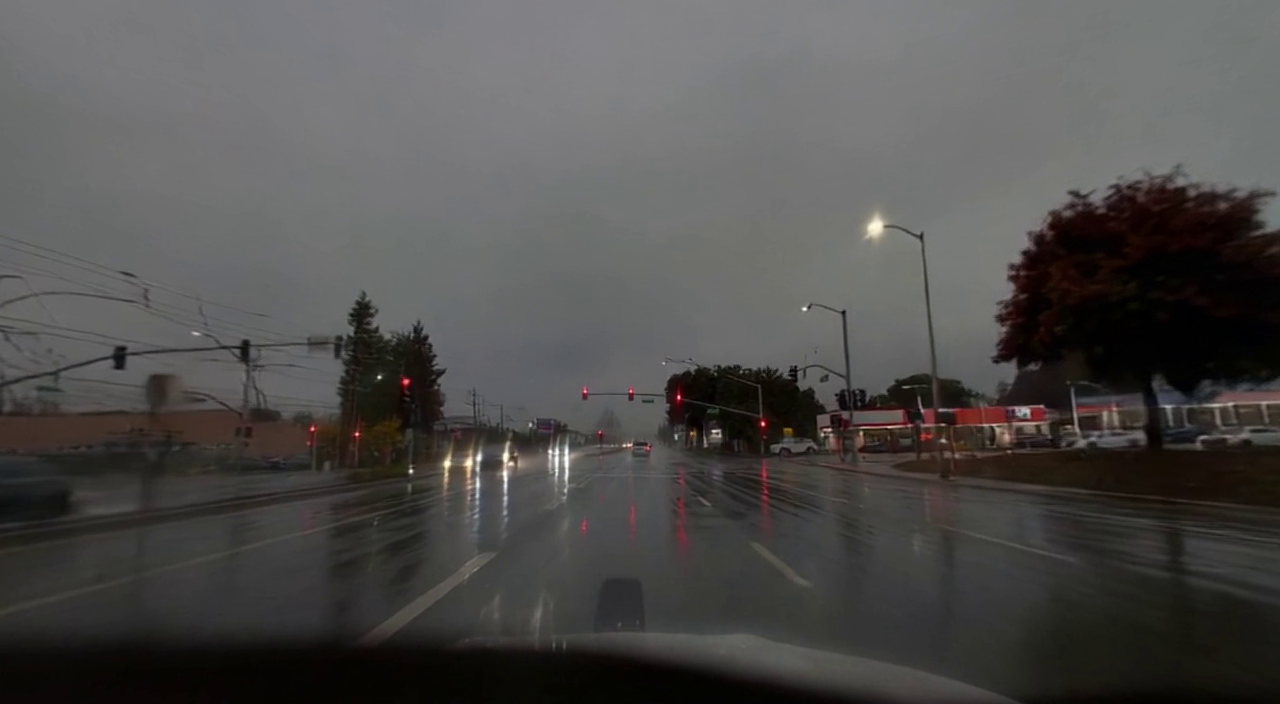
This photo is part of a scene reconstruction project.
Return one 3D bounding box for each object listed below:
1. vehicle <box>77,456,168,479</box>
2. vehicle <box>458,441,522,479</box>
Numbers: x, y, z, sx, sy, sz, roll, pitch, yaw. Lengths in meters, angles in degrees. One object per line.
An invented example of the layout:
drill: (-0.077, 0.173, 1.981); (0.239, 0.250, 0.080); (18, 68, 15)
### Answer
vehicle: (-39.534, 8.819, 48.394); (4.941, 1.654, 1.967); (2, -9, -13)
vehicle: (-6.667, 4.837, 28.574); (1.898, 1.539, 4.314); (0, -8, -1)
